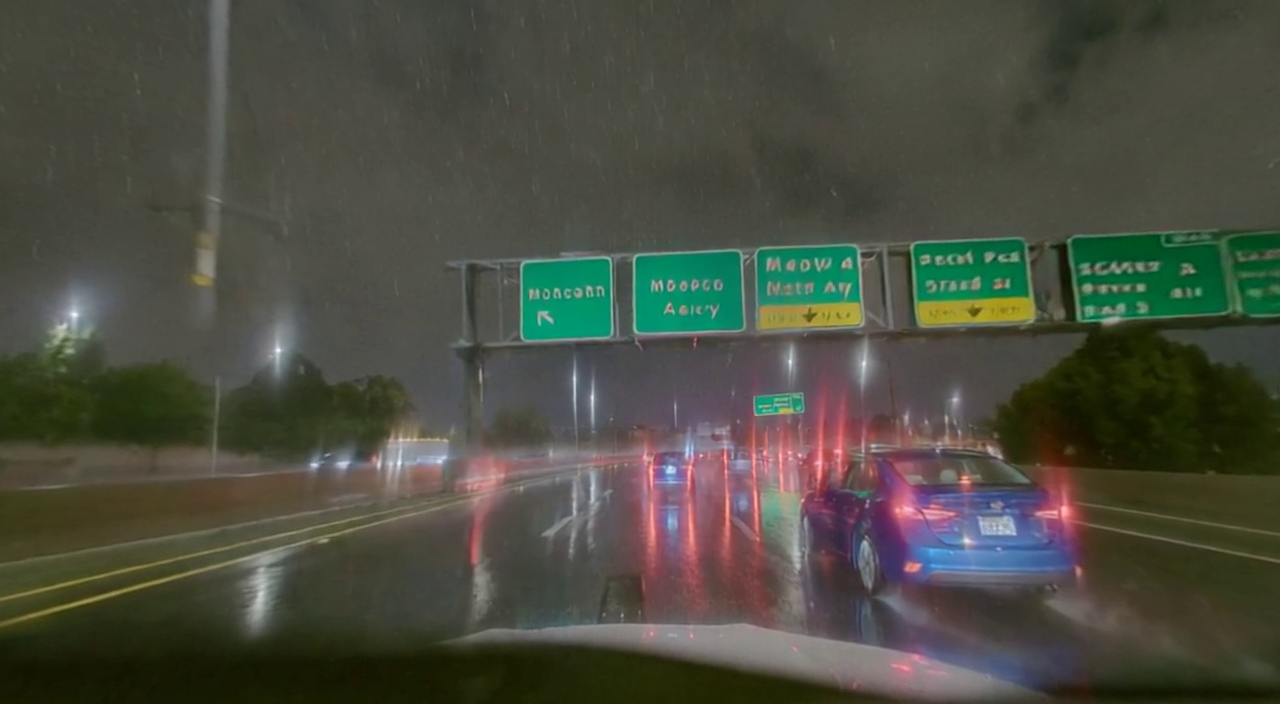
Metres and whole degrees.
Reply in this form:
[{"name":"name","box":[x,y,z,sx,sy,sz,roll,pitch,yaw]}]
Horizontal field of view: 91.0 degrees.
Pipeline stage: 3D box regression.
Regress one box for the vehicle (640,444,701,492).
[{"name":"vehicle","box":[1.135,4.275,23.426,2.074,1.614,3.803,-1,-9,3]}]

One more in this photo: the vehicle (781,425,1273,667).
[{"name":"vehicle","box":[2.922,1.570,6.265,2.009,1.489,4.559,0,-9,0]}]

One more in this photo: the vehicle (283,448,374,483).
[{"name":"vehicle","box":[-18.246,6.657,37.233,2.113,1.862,5.561,-1,-9,5]}]

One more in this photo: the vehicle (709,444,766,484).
[{"name":"vehicle","box":[4.338,5.050,28.638,2.076,1.684,4.241,0,-9,3]}]
